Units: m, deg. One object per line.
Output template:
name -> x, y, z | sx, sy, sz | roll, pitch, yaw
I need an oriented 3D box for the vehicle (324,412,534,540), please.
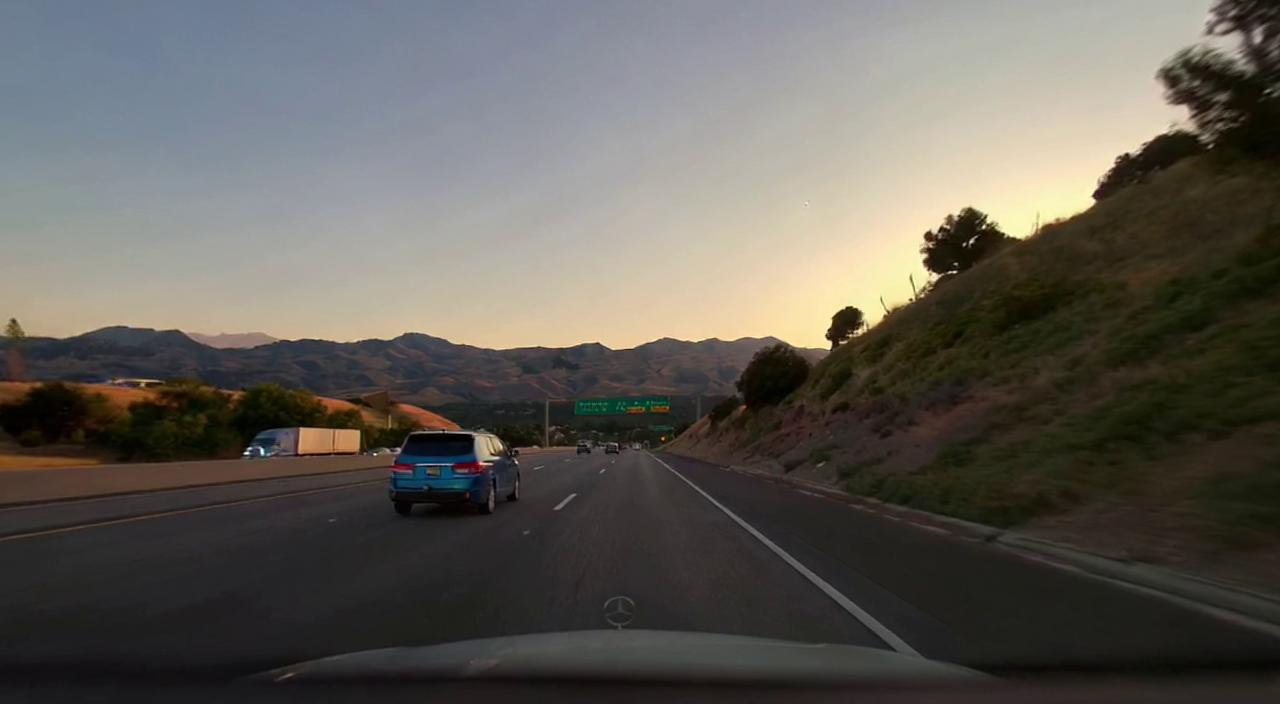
vehicle -> -3.337, 2.073, 11.193 | 2.029, 1.753, 4.718 | 0, -8, 1
